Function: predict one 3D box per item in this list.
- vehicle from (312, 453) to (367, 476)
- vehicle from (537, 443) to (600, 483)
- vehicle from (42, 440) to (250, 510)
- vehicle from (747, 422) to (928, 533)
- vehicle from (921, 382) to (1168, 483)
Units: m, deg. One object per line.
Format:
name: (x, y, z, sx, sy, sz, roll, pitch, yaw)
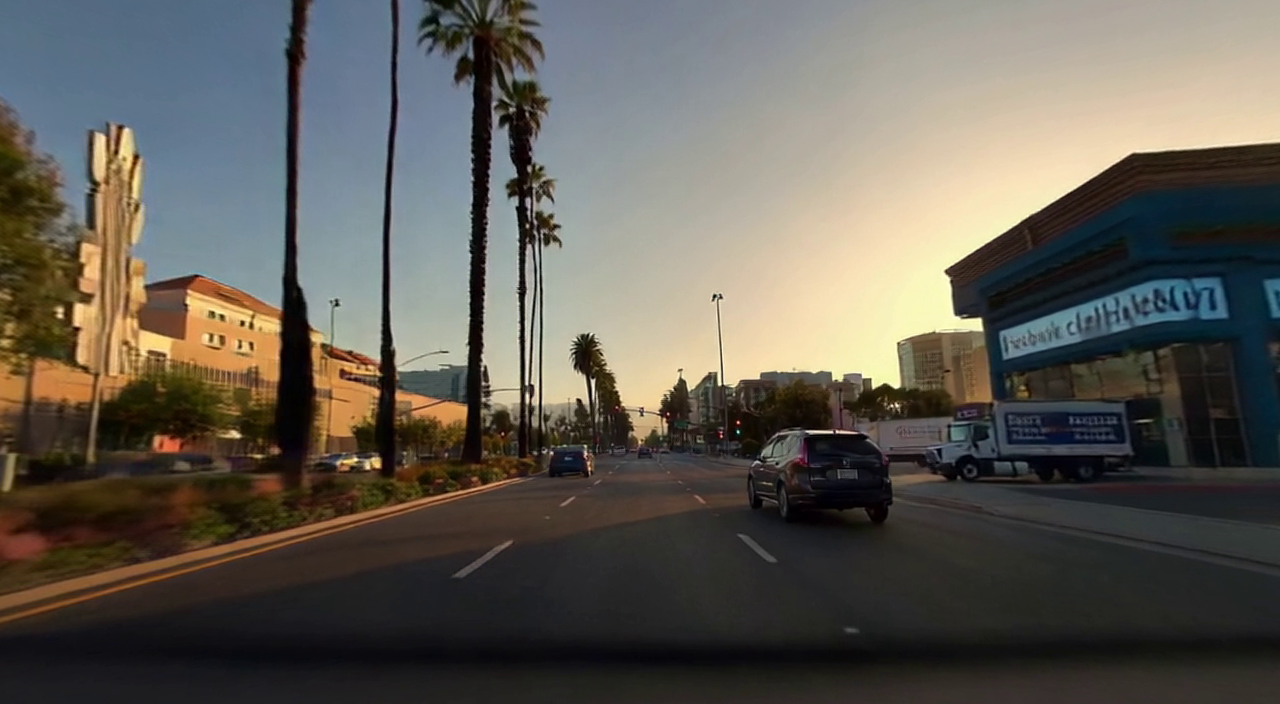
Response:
vehicle: (-22.181, 8.295, 46.812, 2.045, 1.536, 3.911, 0, -9, 2)
vehicle: (-2.800, 4.436, 25.511, 2.034, 1.498, 3.995, 0, -9, 0)
vehicle: (-14.649, 3.635, 19.262, 2.227, 1.768, 5.034, -1, -9, 1)
vehicle: (3.451, 2.286, 12.039, 1.982, 1.711, 4.276, 0, -9, -1)
vehicle: (14.640, 2.979, 23.263, 7.195, 3.468, 2.597, 0, -9, -3)
